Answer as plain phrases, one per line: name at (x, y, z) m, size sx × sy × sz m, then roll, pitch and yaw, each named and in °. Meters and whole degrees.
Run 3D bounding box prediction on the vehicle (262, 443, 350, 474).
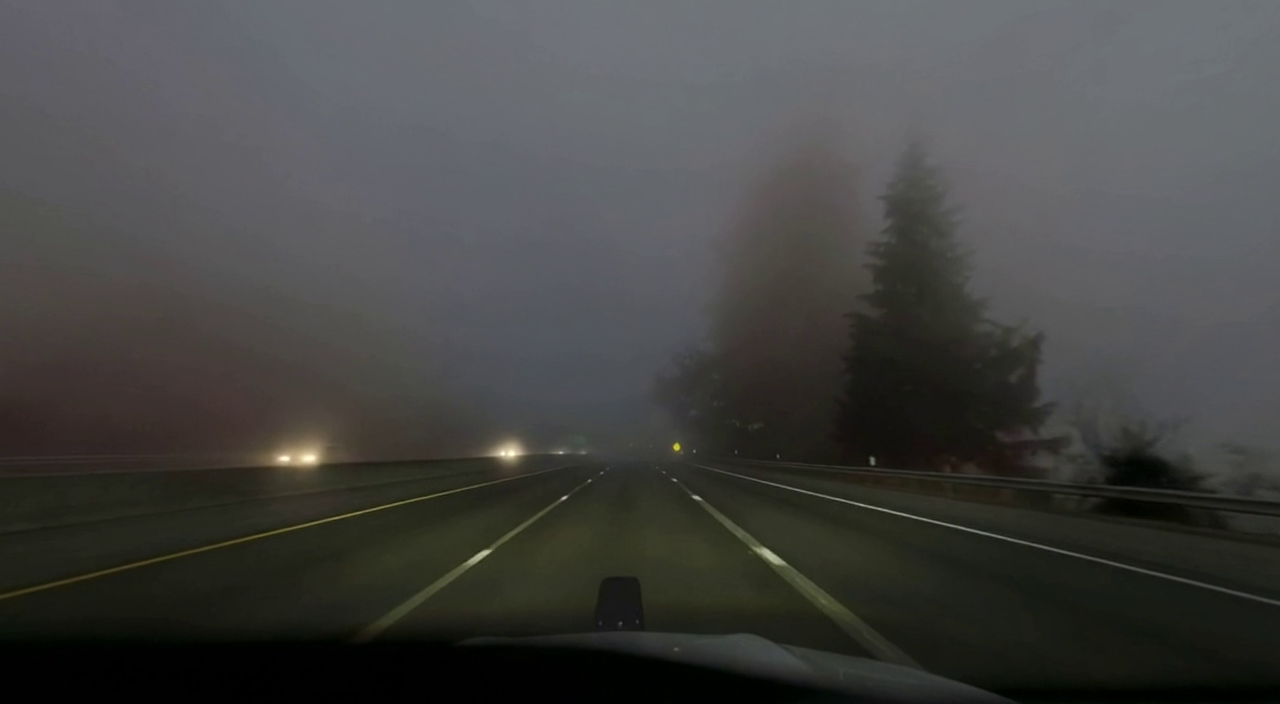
vehicle at (-17.783, 5.681, 33.897) m, size 2.041 × 1.527 × 4.864 m, roll 0°, pitch -9°, yaw 0°
